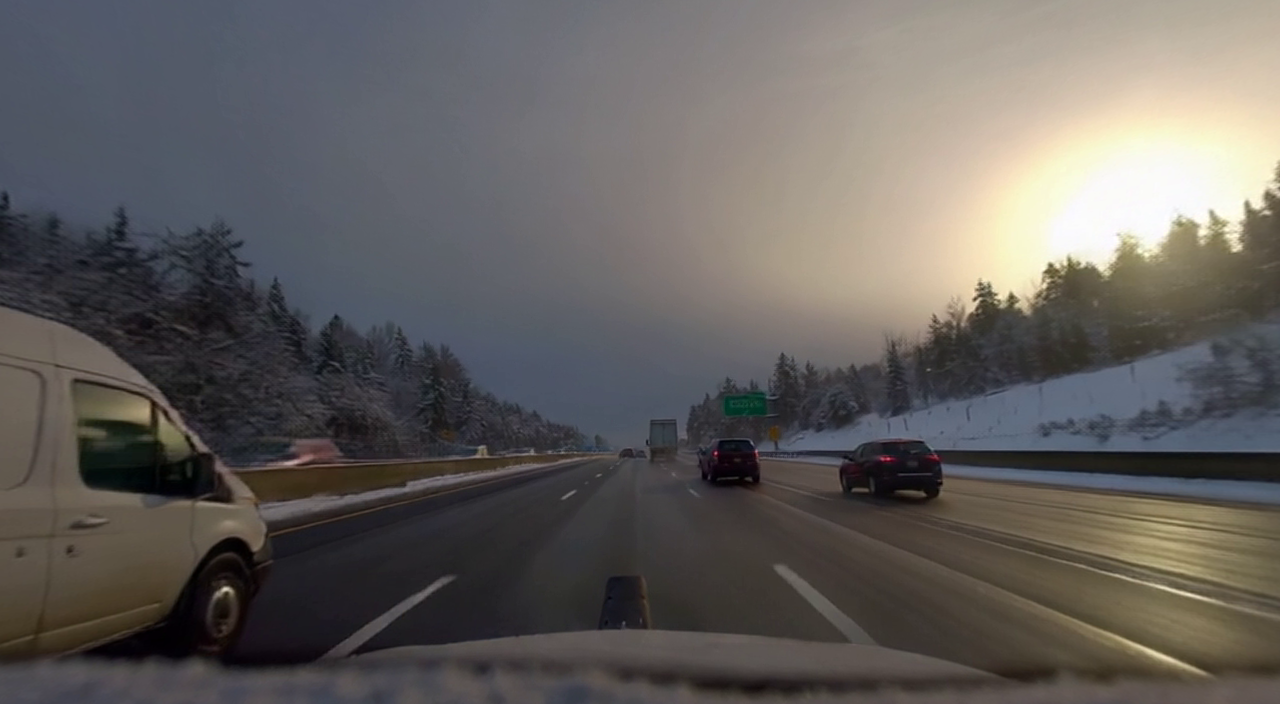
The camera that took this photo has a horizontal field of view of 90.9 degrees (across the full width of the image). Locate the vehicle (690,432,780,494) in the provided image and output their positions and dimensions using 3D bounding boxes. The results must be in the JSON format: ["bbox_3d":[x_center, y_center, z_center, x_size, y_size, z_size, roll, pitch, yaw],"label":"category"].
[{"bbox_3d":[3.074,3.726,21.529,2.209,1.862,4.717,0,-8,-1],"label":"vehicle"}]

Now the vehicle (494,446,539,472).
[{"bbox_3d":[-8.148,7.086,42.092,2.081,1.656,4.378,0,-8,0],"label":"vehicle"}]

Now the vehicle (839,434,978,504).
[{"bbox_3d":[7.326,3.210,17.767,1.976,1.703,4.288,0,-8,-1],"label":"vehicle"}]

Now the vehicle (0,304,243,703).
[{"bbox_3d":[-3.837,0.594,1.554,2.159,1.922,5.345,0,-8,1],"label":"vehicle"}]

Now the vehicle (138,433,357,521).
[{"bbox_3d":[-8.562,2.730,14.399,2.112,1.672,4.433,0,-8,0],"label":"vehicle"}]

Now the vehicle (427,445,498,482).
[{"bbox_3d":[-8.247,5.190,29.744,1.959,1.584,4.421,0,-8,1],"label":"vehicle"}]
